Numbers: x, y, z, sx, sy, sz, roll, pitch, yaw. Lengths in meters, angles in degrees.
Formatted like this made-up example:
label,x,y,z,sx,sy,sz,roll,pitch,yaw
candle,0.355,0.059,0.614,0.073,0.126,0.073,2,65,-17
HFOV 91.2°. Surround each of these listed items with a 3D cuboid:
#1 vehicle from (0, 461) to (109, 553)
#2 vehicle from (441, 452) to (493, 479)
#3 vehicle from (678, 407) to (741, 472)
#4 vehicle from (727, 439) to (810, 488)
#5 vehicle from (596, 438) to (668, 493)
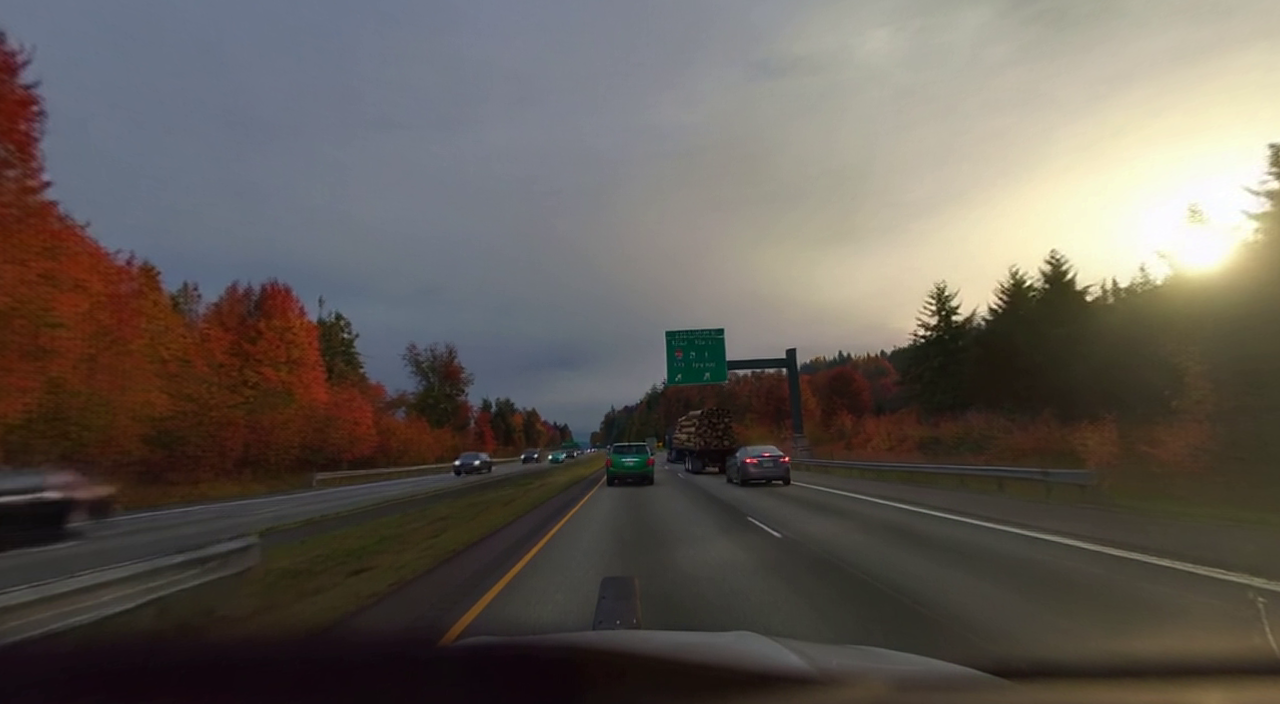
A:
label,x,y,z,sx,sy,sz,roll,pitch,yaw
vehicle,-12.658,2.866,11.444,1.987,1.612,4.522,0,-9,-1
vehicle,-12.154,8.014,44.471,2.191,1.683,4.795,-1,-9,2
vehicle,4.538,5.991,42.637,3.125,3.895,8.461,0,-9,-1
vehicle,4.785,4.229,24.074,2.057,1.660,4.525,0,-9,-2
vehicle,-0.293,3.860,21.697,2.263,1.699,3.936,0,-9,-1
